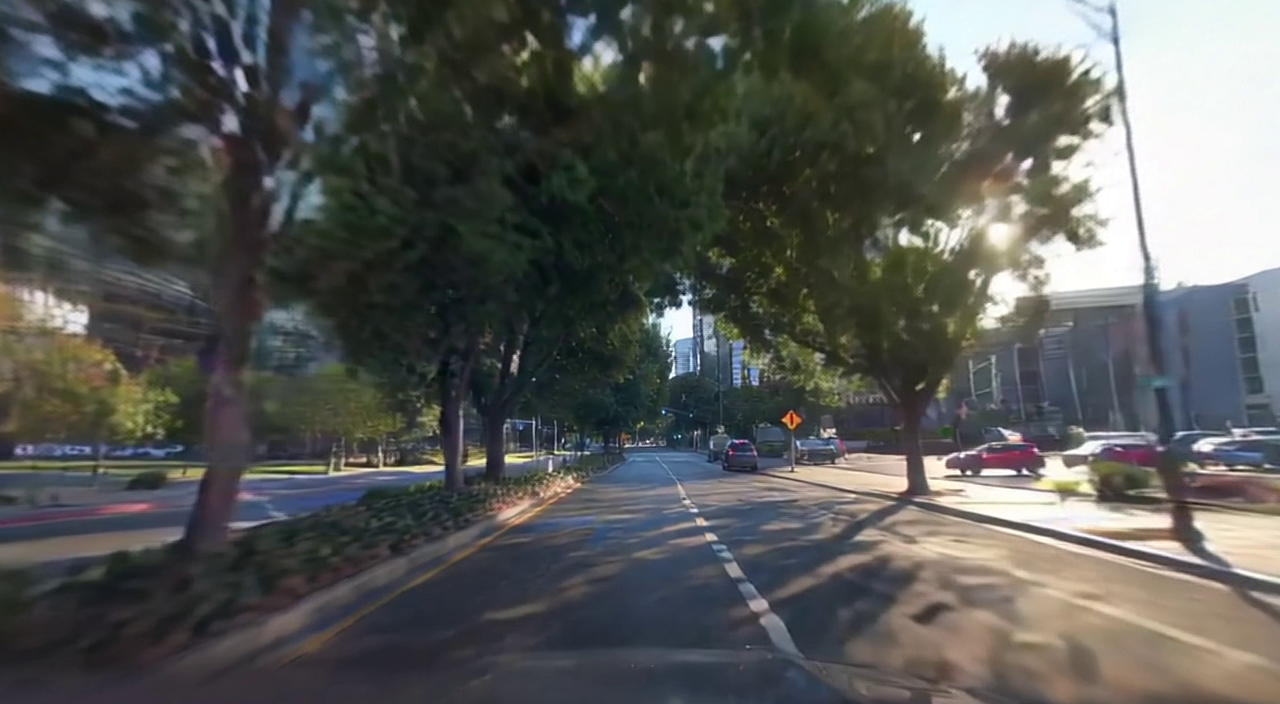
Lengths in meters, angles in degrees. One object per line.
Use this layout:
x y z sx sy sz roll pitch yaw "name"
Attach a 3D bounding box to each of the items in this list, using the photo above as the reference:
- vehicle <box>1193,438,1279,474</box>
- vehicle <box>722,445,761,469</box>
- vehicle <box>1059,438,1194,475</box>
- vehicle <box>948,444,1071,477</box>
27.278 4.496 27.429 4.560 1.444 1.929 -1 -8 -2 "vehicle"
6.796 7.087 42.678 1.948 1.511 4.623 0 -8 1 "vehicle"
21.158 4.537 27.532 4.333 1.491 1.744 -1 -8 1 "vehicle"
16.233 4.760 27.832 4.276 1.397 1.786 0 -8 1 "vehicle"
